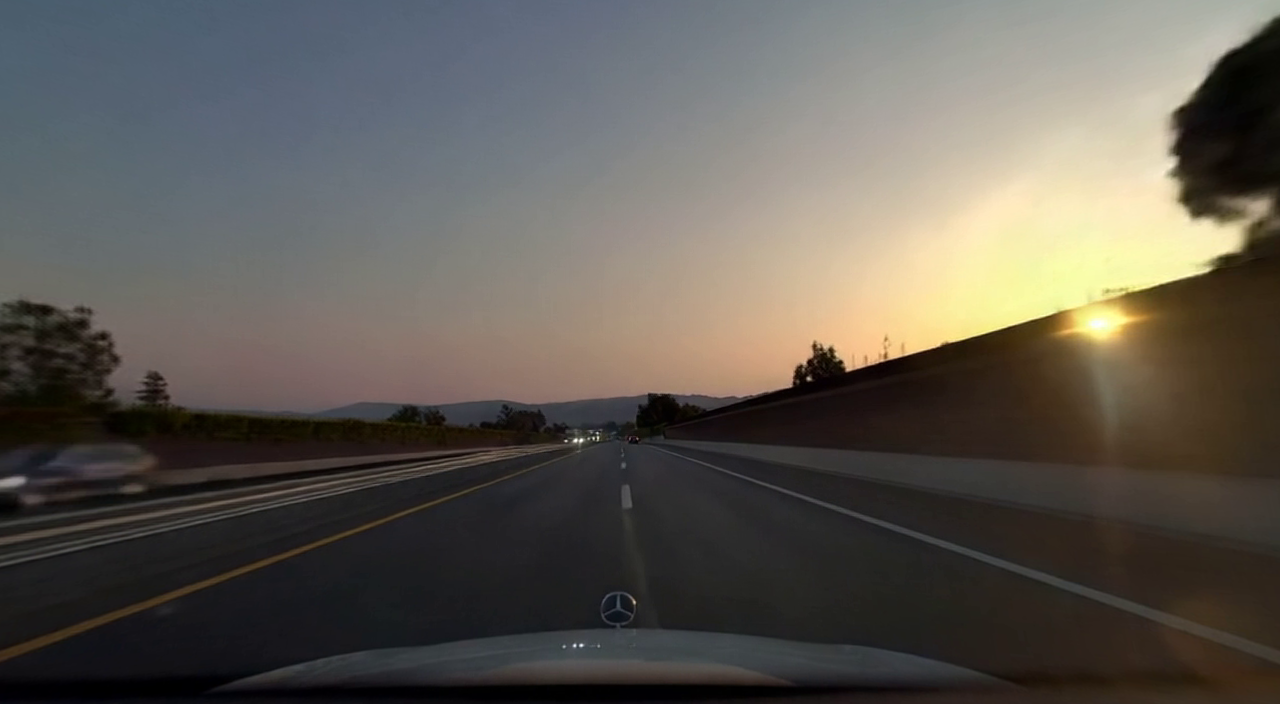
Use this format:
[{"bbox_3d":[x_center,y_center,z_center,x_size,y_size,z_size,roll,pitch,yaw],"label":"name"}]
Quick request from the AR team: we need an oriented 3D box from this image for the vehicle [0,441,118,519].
[{"bbox_3d":[-14.400,2.793,13.885,2.023,1.584,4.514,0,-8,-2],"label":"vehicle"}]
